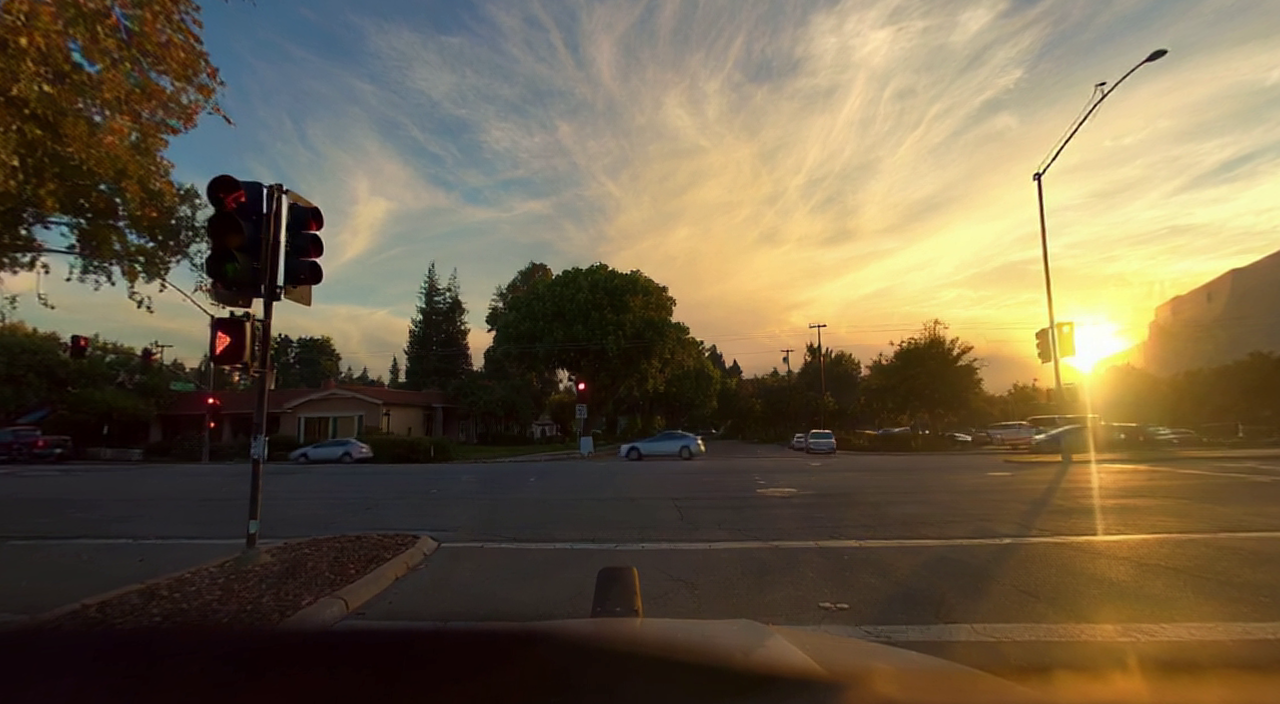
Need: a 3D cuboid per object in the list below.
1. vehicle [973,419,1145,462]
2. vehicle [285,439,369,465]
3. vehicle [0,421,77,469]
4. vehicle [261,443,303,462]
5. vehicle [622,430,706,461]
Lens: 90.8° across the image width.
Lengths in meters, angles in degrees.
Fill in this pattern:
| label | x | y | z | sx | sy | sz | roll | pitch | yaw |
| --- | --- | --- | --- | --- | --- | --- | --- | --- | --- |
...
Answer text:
| label | x | y | z | sx | sy | sz | roll | pitch | yaw |
| --- | --- | --- | --- | --- | --- | --- | --- | --- | --- |
| vehicle | 15.044 | 3.212 | 22.937 | 4.749 | 1.461 | 1.892 | -1 | -9 | 9 |
| vehicle | -19.642 | 6.276 | 39.728 | 4.370 | 1.592 | 1.886 | -2 | -9 | 10 |
| vehicle | -44.488 | 6.563 | 44.499 | 7.790 | 3.197 | 2.653 | -2 | -9 | 10 |
| vehicle | -28.040 | 7.866 | 49.634 | 2.235 | 1.417 | 4.272 | 3 | -9 | -22 |
| vehicle | 1.404 | 5.374 | 36.164 | 4.590 | 1.701 | 1.881 | -2 | -9 | 11 |
